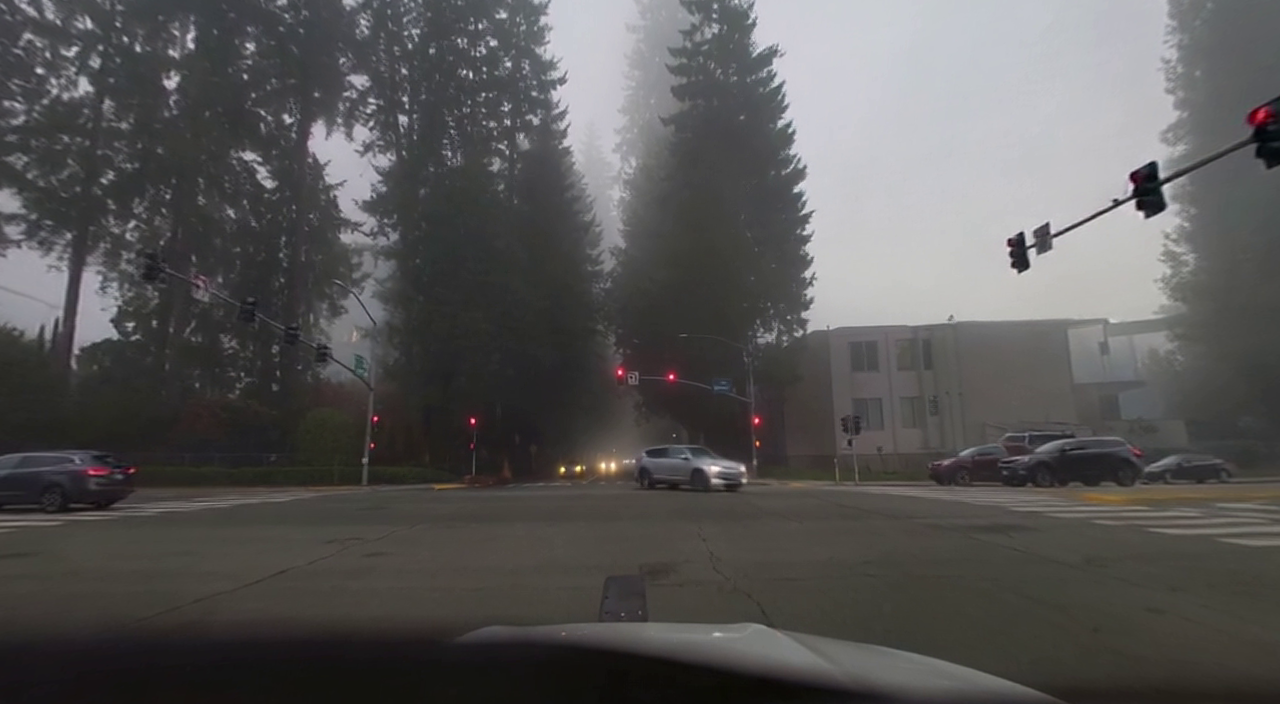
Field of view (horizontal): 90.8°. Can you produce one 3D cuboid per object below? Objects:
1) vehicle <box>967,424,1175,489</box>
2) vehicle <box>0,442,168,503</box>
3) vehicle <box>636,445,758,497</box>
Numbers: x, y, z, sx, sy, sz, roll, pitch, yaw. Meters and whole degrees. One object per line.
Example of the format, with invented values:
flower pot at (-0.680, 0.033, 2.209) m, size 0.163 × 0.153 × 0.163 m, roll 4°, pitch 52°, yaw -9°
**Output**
vehicle at (16.740, 4.089, 24.890) m, size 6.109 × 2.348 × 2.683 m, roll 0°, pitch -9°, yaw 1°
vehicle at (-18.481, 3.833, 20.111) m, size 4.798 × 1.763 × 2.536 m, roll -1°, pitch -10°, yaw 0°
vehicle at (2.016, 4.421, 24.010) m, size 2.162 × 1.740 × 4.728 m, roll 5°, pitch -10°, yaw -32°
